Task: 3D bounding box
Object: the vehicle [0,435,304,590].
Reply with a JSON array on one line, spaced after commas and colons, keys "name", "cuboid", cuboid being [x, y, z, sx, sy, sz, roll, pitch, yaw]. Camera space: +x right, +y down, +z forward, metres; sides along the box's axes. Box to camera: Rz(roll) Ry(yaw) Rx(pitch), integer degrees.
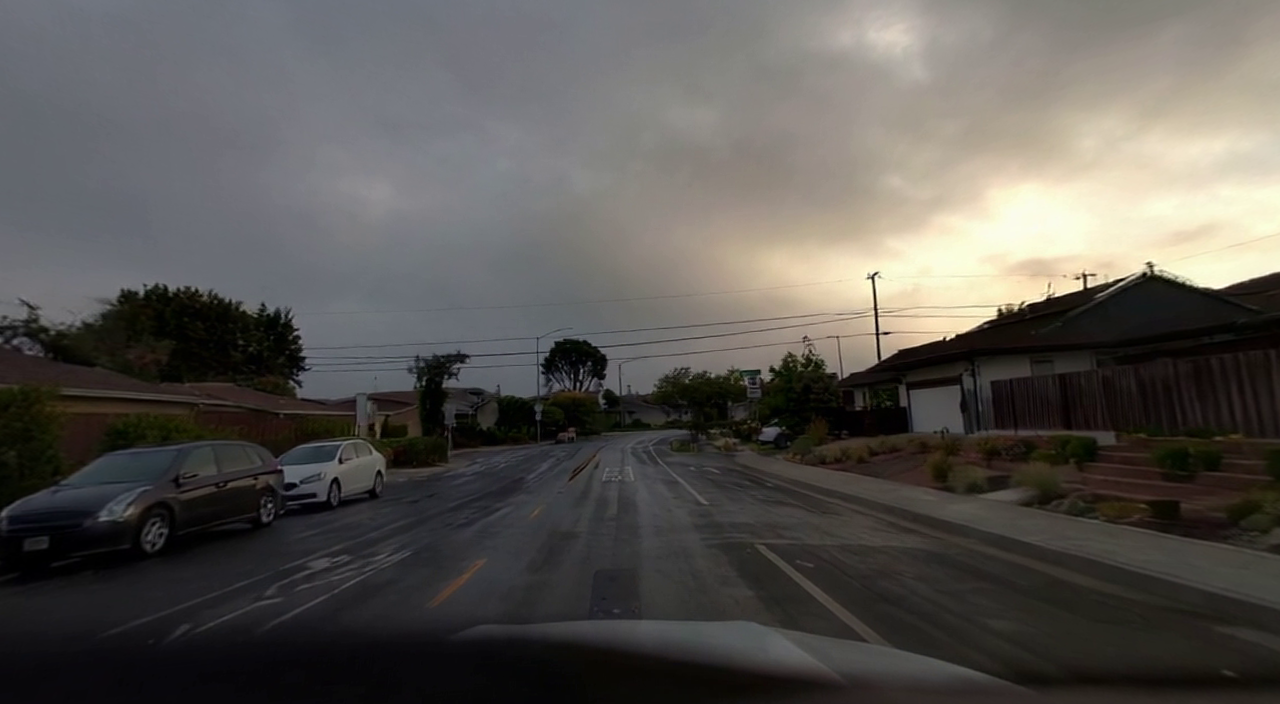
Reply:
[{"name": "vehicle", "cuboid": [-6.425, 1.889, 8.350, 1.777, 1.554, 3.790, 0, -8, 1]}]
